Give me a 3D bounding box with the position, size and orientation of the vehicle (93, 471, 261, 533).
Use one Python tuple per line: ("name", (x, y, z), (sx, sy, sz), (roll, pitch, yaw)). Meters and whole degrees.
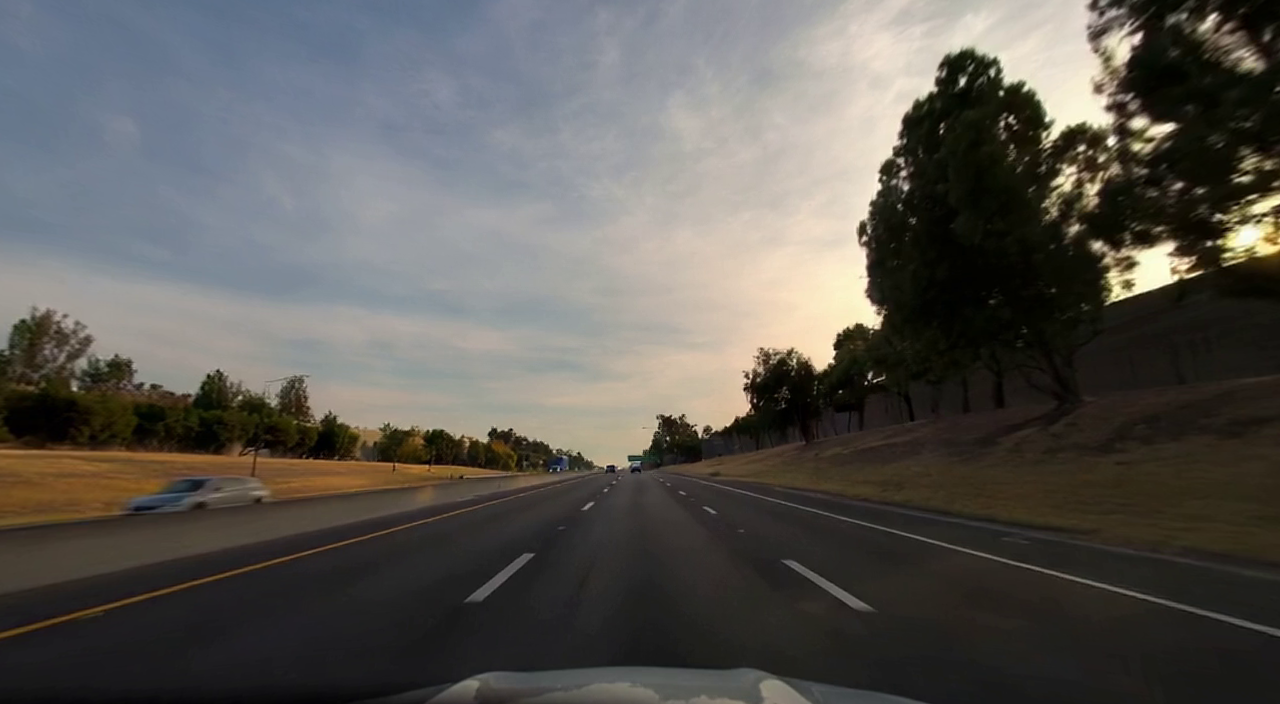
("vehicle", (-12.692, 4.102, 17.614), (1.761, 1.454, 3.797), (1, -10, 0))
